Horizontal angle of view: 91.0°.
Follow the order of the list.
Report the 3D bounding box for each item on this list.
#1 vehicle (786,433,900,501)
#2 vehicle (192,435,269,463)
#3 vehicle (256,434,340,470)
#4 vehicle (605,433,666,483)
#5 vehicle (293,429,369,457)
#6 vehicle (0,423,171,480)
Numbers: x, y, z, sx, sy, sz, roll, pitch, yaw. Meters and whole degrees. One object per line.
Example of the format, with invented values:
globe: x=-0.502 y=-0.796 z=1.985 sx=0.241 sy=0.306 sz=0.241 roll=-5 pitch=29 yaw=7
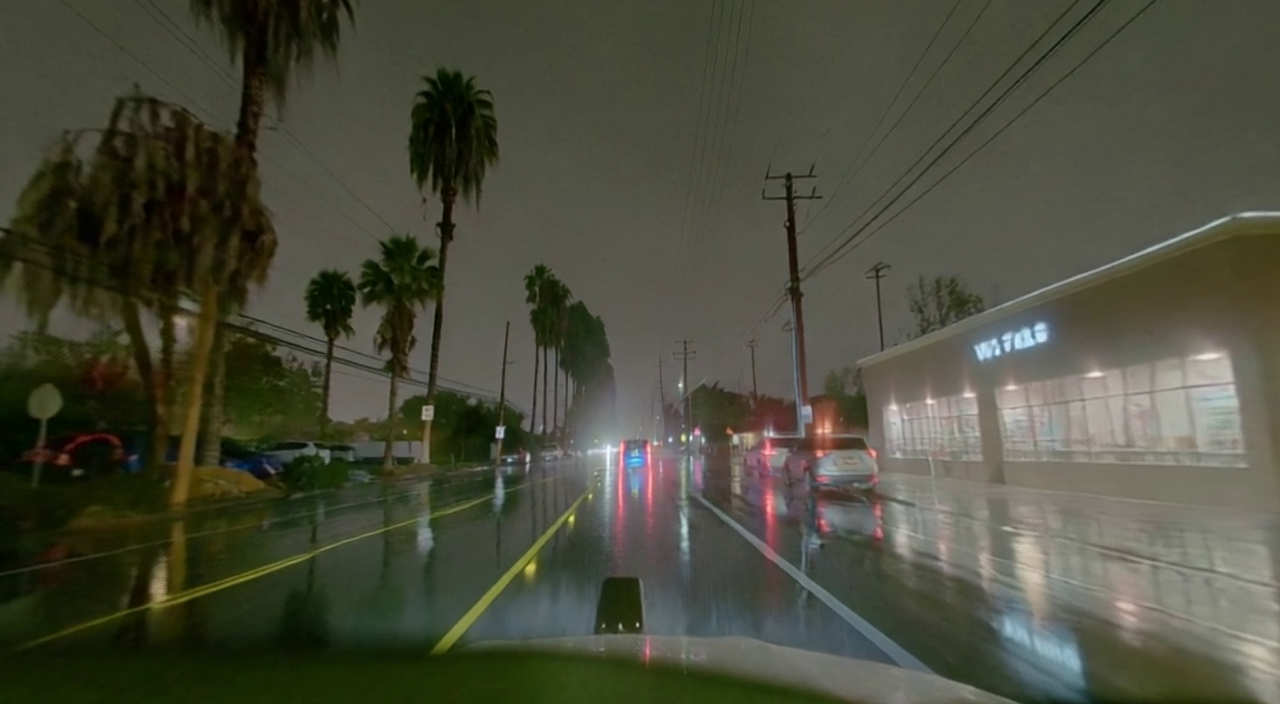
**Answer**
vehicle: x=5.964 y=3.421 z=19.154 sx=1.945 sy=1.791 sz=4.460 roll=0 pitch=-9 yaw=0
vehicle: x=-22.928 y=5.454 z=35.464 sx=1.829 sy=1.492 sz=4.487 roll=1 pitch=-9 yaw=-8
vehicle: x=-17.603 y=5.167 z=32.679 sx=2.084 sy=1.678 sz=4.707 roll=1 pitch=-9 yaw=-6
vehicle: x=-0.206 y=4.241 z=25.498 sx=2.264 sy=1.798 sz=4.563 roll=0 pitch=-8 yaw=-1
vehicle: x=-20.833 y=6.147 z=42.559 sx=1.911 sy=1.762 sz=4.127 roll=-7 pitch=-11 yaw=42
vehicle: x=-18.999 y=3.312 z=21.119 sx=4.976 sy=1.741 sz=1.986 roll=7 pitch=-11 yaw=-40
